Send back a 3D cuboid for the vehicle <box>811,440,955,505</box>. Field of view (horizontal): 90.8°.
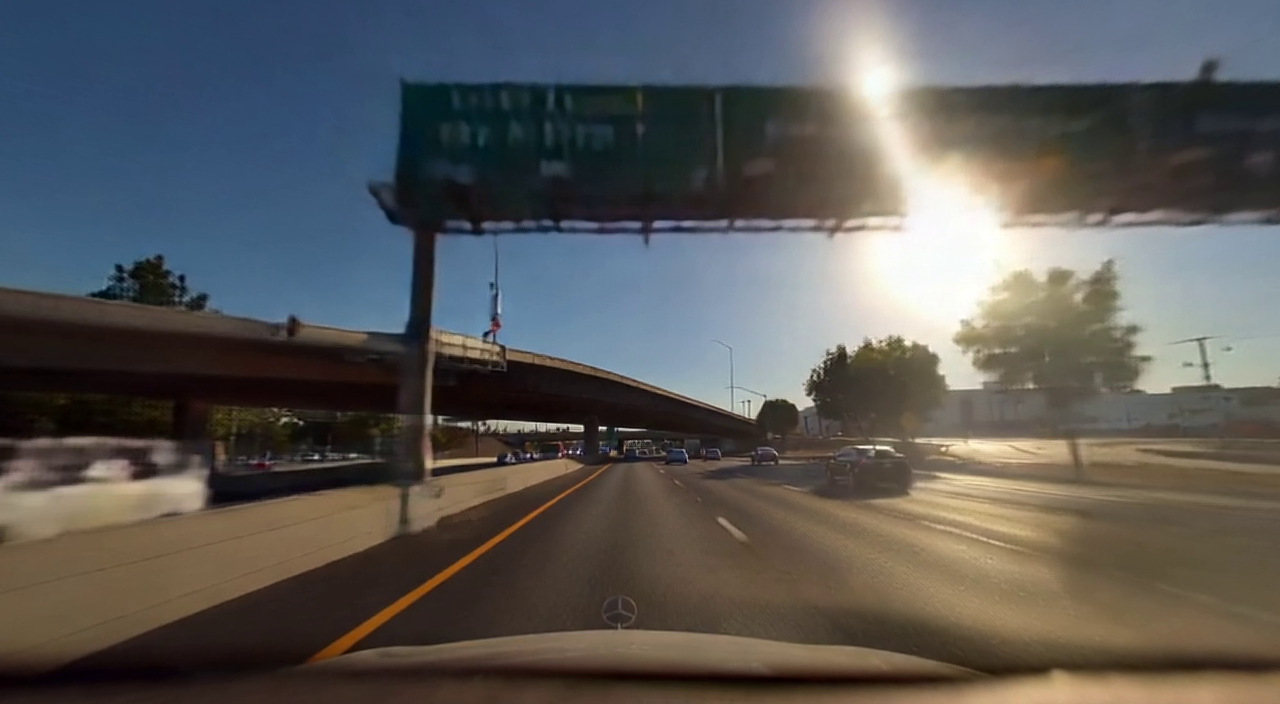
[{"bbox_3d":[6.305,3.140,17.054,1.952,1.489,4.483,0,-8,-2],"label":"vehicle"}]

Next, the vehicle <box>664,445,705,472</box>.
[{"bbox_3d":[2.606,6.324,37.913,1.993,1.507,4.594,0,-8,-2],"label":"vehicle"}]

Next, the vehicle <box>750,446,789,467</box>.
[{"bbox_3d":[9.415,7.570,46.152,1.838,1.440,4.121,0,-8,-2],"label":"vehicle"}]

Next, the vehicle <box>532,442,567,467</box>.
[{"bbox_3d":[-7.070,8.021,49.660,2.086,1.884,4.793,0,-8,0],"label":"vehicle"}]
